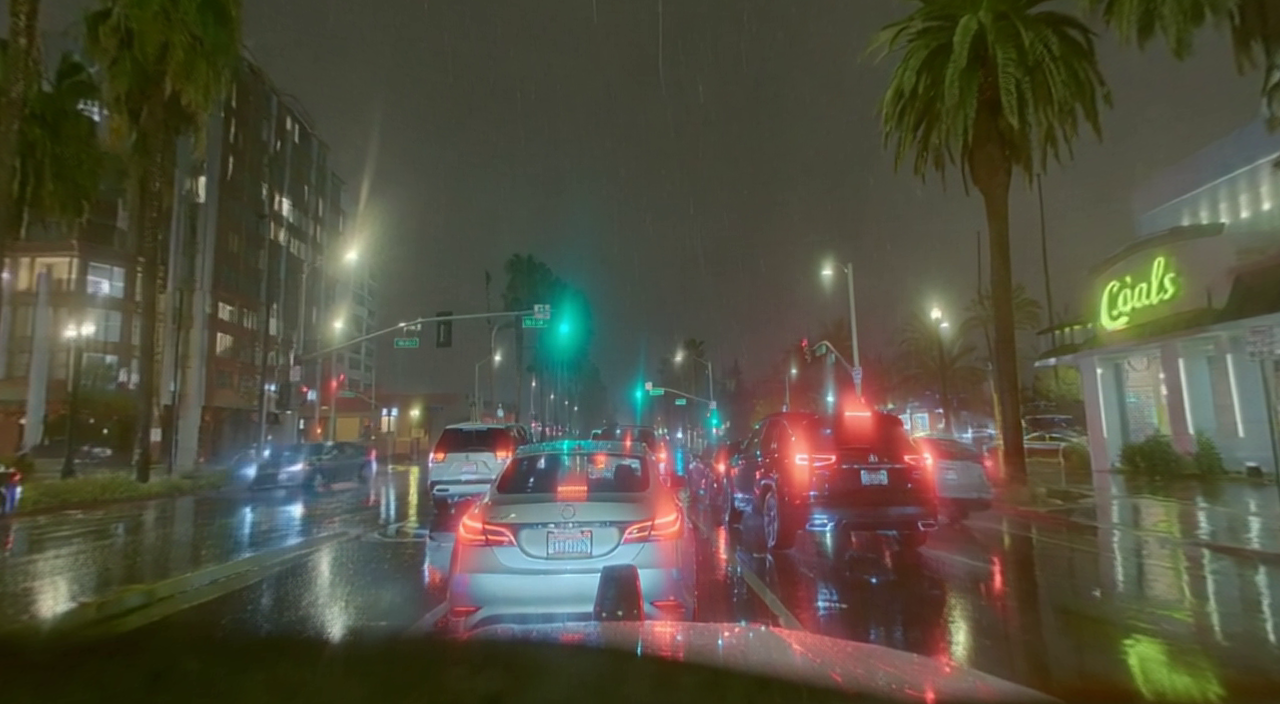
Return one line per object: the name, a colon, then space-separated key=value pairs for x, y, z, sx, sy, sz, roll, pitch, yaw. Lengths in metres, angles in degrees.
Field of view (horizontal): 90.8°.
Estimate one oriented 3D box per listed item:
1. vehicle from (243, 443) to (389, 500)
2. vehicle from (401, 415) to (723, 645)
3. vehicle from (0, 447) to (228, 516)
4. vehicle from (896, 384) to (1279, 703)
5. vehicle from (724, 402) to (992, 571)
vehicle: x=-9.191 y=3.406 z=18.445 sx=1.949 sy=1.442 sz=4.502 roll=0 pitch=-9 yaw=-2
vehicle: x=-0.512 y=1.473 z=6.236 sx=2.096 sy=1.492 sz=4.071 roll=0 pitch=-9 yaw=0
vehicle: x=-12.856 y=3.138 z=15.936 sx=1.870 sy=1.475 sz=4.531 roll=0 pitch=-9 yaw=0
vehicle: x=2.606 y=0.813 z=1.499 sx=2.085 sy=1.469 sz=4.458 roll=0 pitch=-9 yaw=-1
vehicle: x=2.617 y=1.761 z=8.993 sx=2.096 sy=1.775 sz=4.440 roll=0 pitch=-9 yaw=-2
